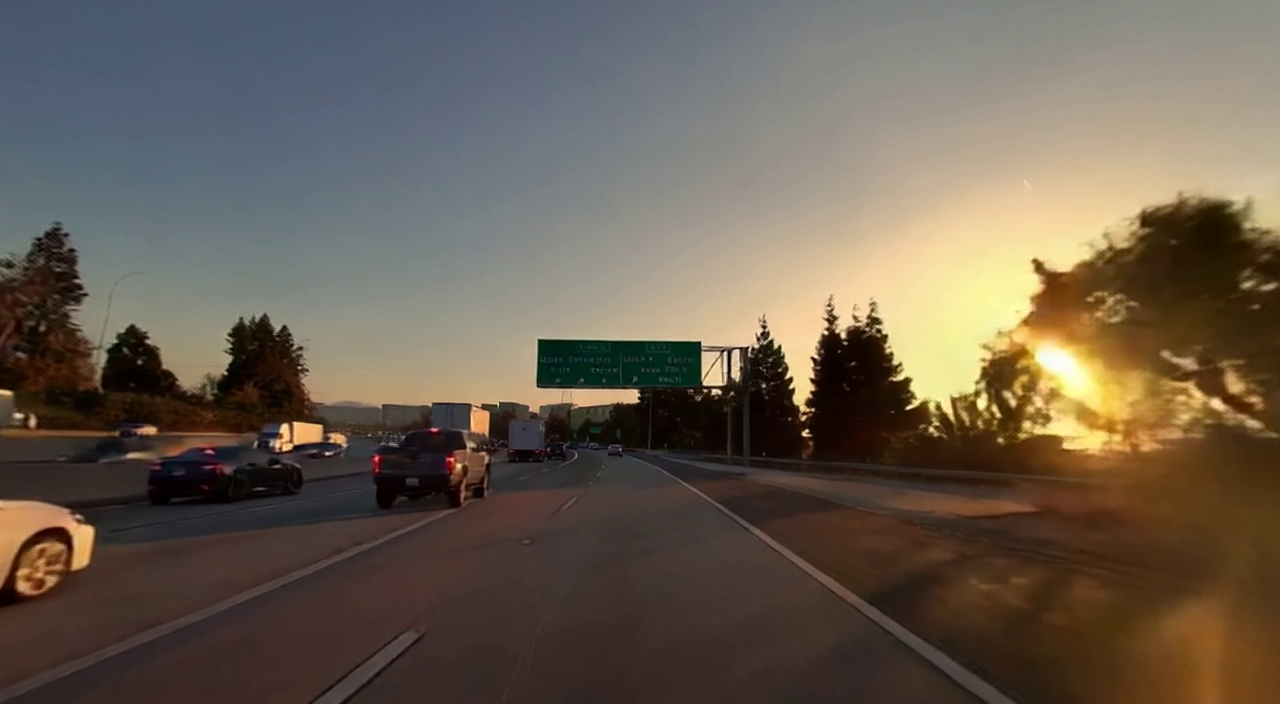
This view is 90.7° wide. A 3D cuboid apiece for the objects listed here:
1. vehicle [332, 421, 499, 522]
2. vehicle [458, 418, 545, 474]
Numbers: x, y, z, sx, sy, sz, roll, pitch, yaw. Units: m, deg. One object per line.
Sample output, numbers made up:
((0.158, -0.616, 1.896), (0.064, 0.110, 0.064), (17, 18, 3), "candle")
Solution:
((-4.612, 2.538, 14.054), (2.093, 1.785, 5.303), (0, -8, -4), "vehicle")
((-7.827, 5.658, 38.057), (3.270, 2.674, 14.547), (0, -8, -5), "vehicle")
